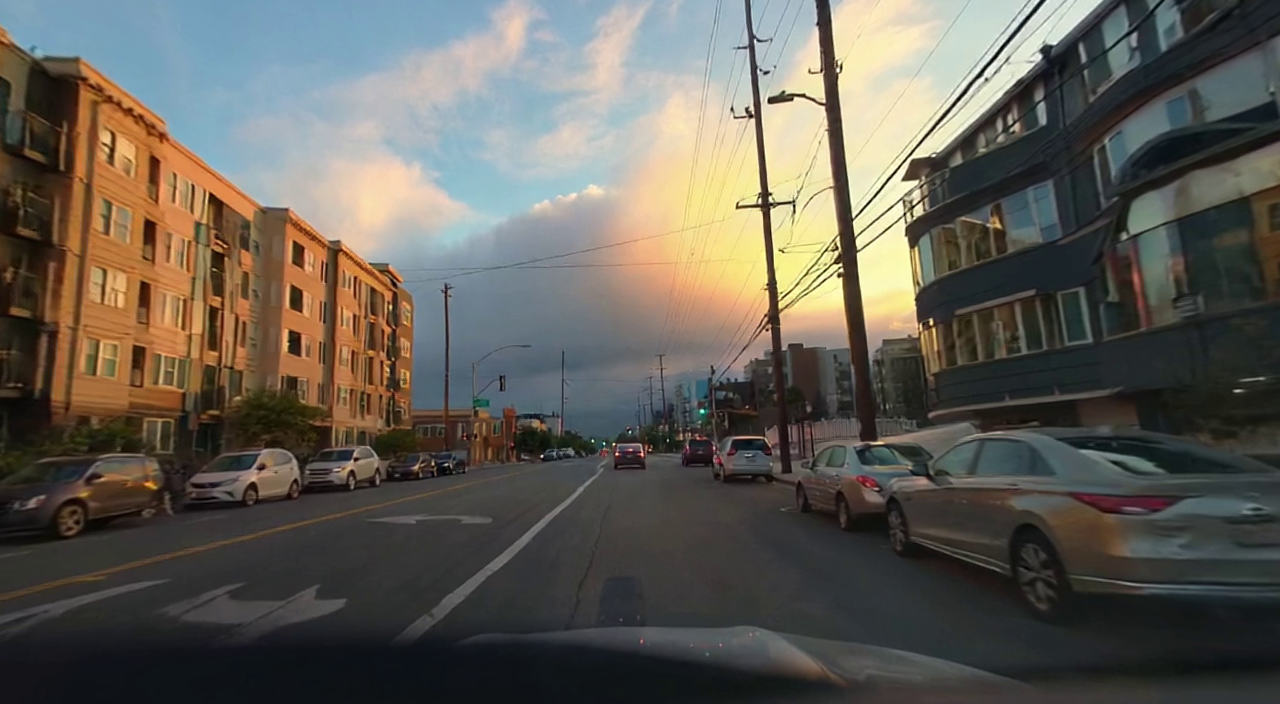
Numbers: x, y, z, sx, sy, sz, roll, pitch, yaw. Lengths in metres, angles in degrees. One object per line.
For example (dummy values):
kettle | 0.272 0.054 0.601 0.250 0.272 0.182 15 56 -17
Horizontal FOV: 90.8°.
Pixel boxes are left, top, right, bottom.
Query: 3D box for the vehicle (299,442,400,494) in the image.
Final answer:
vehicle | -11.778 4.684 26.047 1.997 1.918 4.736 0 -8 -1

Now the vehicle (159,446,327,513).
vehicle | -11.787 3.754 19.241 2.039 1.781 4.536 0 -8 1

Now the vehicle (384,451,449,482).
vehicle | -11.854 6.065 33.754 2.004 1.526 3.807 0 -8 1

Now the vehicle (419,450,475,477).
vehicle | -11.672 6.732 38.544 1.910 1.498 4.662 0 -8 1

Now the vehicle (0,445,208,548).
vehicle | -11.740 2.917 13.524 1.920 1.813 4.372 0 -8 -1

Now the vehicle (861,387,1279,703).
vehicle | 3.966 1.381 5.853 1.973 1.660 5.031 0 -8 0

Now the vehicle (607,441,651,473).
vehicle | -0.492 5.120 30.952 2.019 1.453 4.129 0 -8 1

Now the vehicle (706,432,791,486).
vehicle | 3.795 3.859 23.029 2.186 1.764 4.470 0 -8 -2
